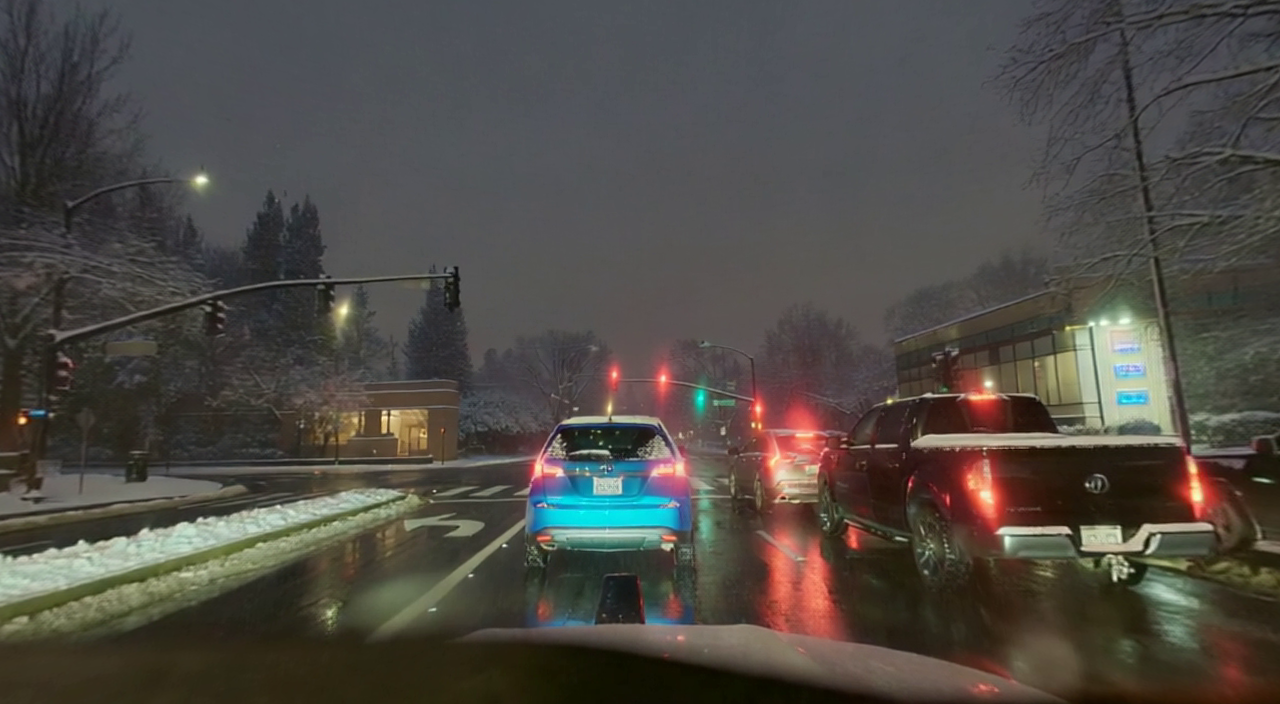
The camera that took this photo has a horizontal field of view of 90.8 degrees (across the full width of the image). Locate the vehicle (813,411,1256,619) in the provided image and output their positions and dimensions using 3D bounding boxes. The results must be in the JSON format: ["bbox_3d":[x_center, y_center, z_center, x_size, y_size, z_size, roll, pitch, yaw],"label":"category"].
[{"bbox_3d":[3.614,1.565,7.109,1.955,1.550,4.587,0,-8,-1],"label":"vehicle"}]

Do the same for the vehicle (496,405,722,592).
[{"bbox_3d":[-0.274,1.603,7.631,2.037,1.674,3.693,0,-8,0],"label":"vehicle"}]

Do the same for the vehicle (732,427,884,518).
[{"bbox_3d":[3.378,2.512,13.689,2.031,1.626,4.264,0,-8,-1],"label":"vehicle"}]
